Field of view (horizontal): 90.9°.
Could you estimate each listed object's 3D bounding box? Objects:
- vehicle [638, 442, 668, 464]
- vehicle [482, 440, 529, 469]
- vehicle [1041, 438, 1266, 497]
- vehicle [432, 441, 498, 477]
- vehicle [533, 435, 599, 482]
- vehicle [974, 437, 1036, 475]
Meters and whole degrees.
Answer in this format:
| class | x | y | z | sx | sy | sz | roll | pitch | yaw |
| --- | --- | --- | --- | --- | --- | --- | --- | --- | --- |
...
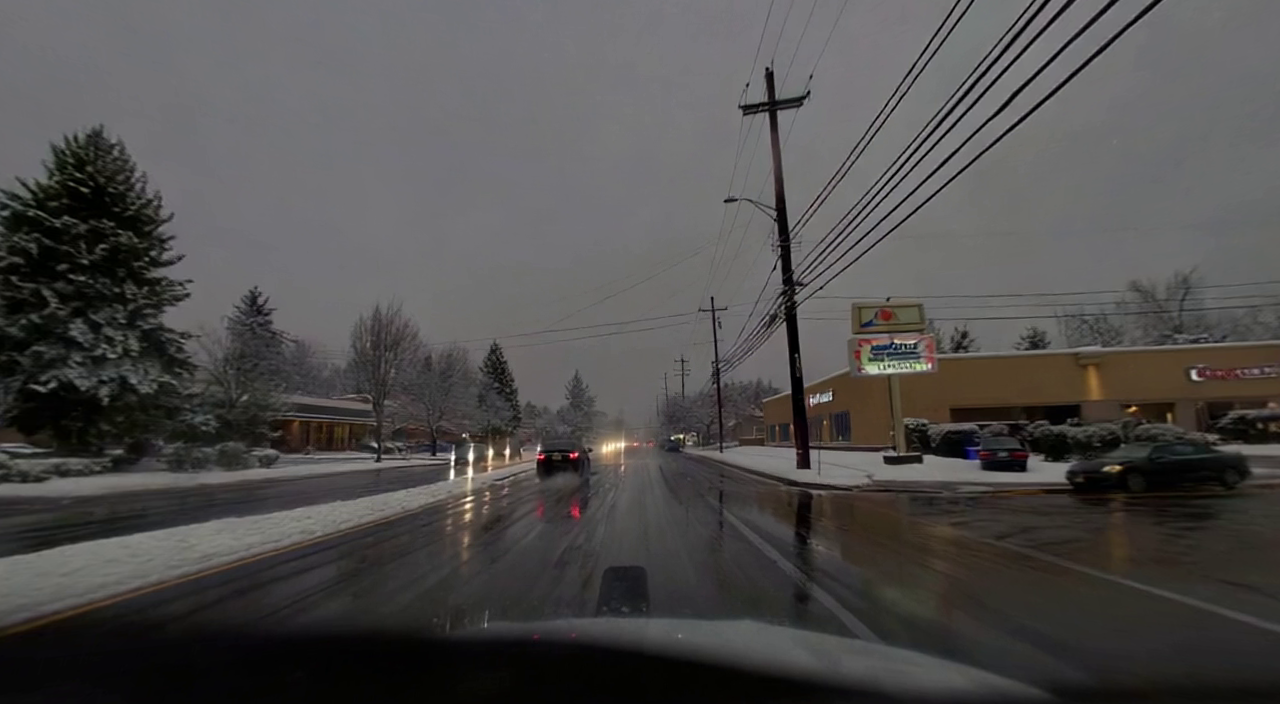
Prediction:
| class | x | y | z | sx | sy | sz | roll | pitch | yaw |
| --- | --- | --- | --- | --- | --- | --- | --- | --- | --- |
| vehicle | 0.919 | 7.111 | 44.323 | 1.978 | 1.455 | 4.195 | 0 | -9 | 2 |
| vehicle | -7.843 | 6.029 | 37.153 | 1.795 | 1.607 | 4.059 | 0 | -9 | 1 |
| vehicle | 14.162 | 3.165 | 17.558 | 4.710 | 1.497 | 2.116 | 1 | -9 | -9 |
| vehicle | -7.751 | 4.779 | 28.324 | 1.760 | 1.487 | 3.890 | 0 | -9 | 1 |
| vehicle | -2.783 | 4.124 | 24.710 | 2.047 | 1.664 | 4.148 | 0 | -9 | 1 |
| vehicle | 16.594 | 4.659 | 28.498 | 2.080 | 1.530 | 5.079 | -5 | -10 | 32 |
